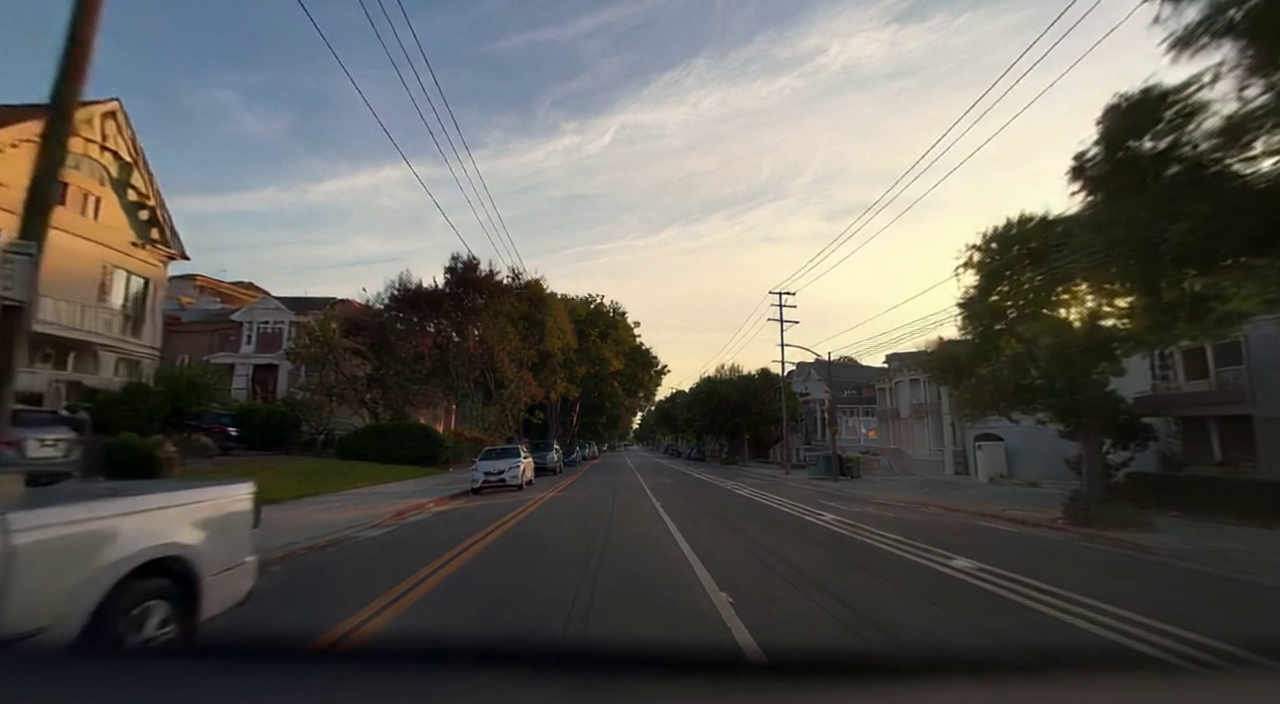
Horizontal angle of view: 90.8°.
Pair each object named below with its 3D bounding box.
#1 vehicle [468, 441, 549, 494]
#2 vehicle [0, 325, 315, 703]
[{"bbox_3d":[-4.204,3.743,20.980,1.825,1.542,4.715,0,-8,-2],"label":"vehicle"},{"bbox_3d":[-3.538,0.789,1.960,2.127,1.901,5.510,0,-8,0],"label":"vehicle"}]
